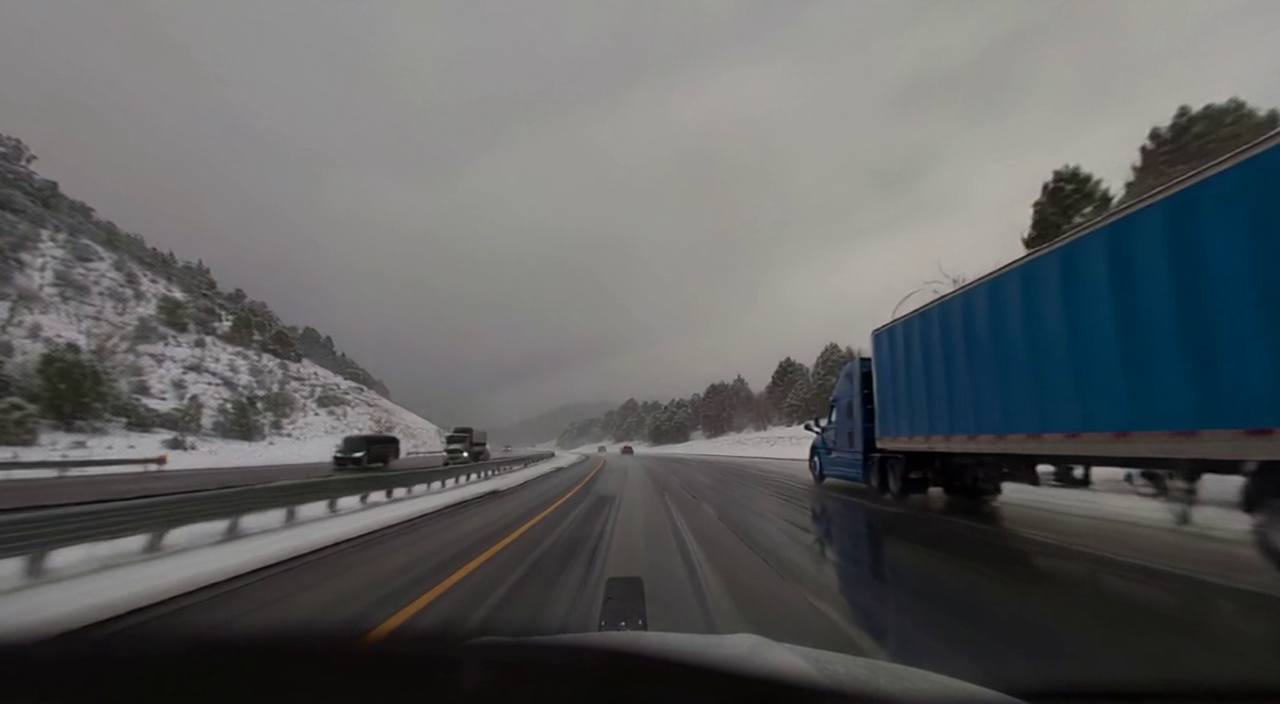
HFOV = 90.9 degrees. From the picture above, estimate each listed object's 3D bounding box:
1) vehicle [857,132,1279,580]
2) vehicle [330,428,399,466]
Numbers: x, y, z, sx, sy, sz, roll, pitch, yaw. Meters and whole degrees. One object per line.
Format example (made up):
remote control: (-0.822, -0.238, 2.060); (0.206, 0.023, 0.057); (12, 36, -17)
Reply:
vehicle: (7.487, 0.493, 9.093); (2.923, 4.182, 16.345); (0, -8, 0)
vehicle: (-19.402, 6.741, 44.797); (2.356, 2.463, 5.796); (0, -8, -2)
